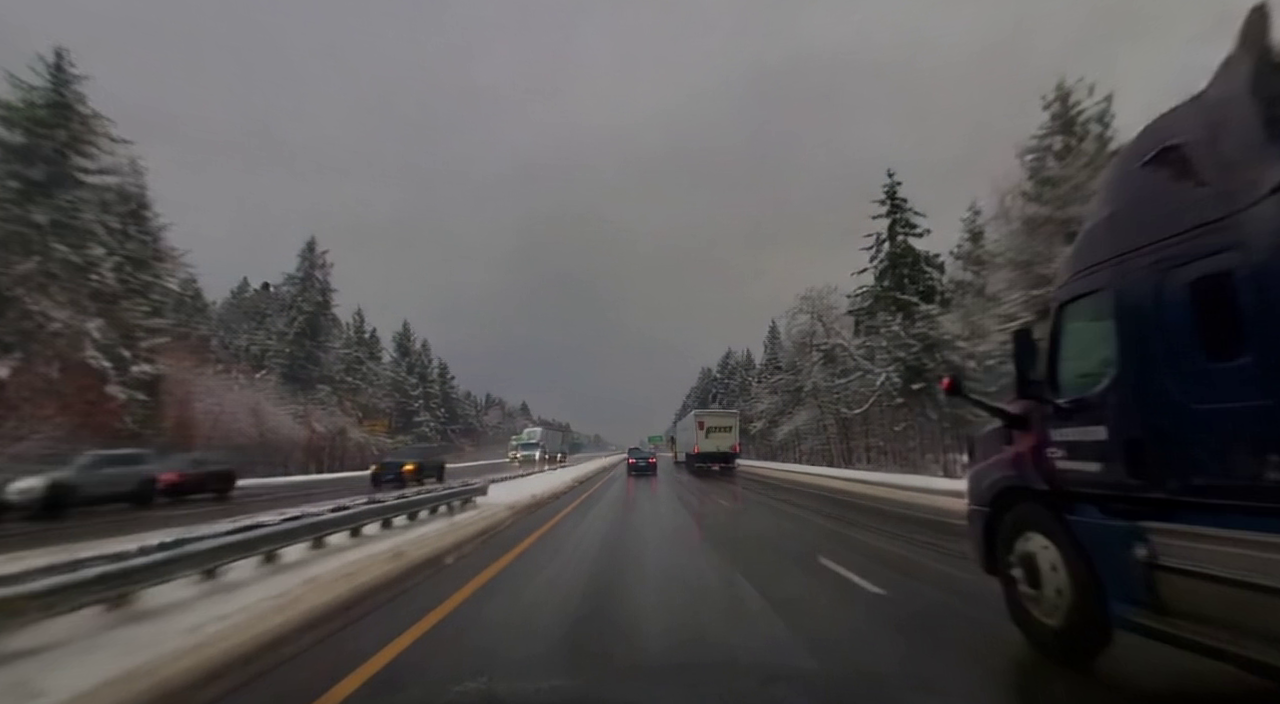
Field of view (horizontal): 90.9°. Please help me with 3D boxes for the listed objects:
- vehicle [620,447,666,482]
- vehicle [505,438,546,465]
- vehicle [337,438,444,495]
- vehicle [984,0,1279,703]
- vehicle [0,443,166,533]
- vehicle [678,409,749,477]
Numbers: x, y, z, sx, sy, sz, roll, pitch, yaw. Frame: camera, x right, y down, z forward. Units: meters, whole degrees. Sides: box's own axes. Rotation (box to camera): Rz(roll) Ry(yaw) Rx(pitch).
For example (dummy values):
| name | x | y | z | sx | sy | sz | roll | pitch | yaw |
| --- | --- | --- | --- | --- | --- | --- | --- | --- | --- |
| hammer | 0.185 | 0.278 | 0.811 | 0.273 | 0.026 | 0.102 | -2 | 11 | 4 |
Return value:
| name | x | y | z | sx | sy | sz | roll | pitch | yaw |
| --- | --- | --- | --- | --- | --- | --- | --- | --- | --- |
| vehicle | 0.131 | 5.104 | 28.835 | 1.939 | 1.495 | 3.612 | 0 | -9 | 0 |
| vehicle | -7.772 | 6.793 | 43.110 | 1.952 | 1.755 | 4.079 | 0 | -9 | 0 |
| vehicle | -8.229 | 3.807 | 21.180 | 2.028 | 1.702 | 3.667 | 0 | -9 | 1 |
| vehicle | 4.461 | -0.273 | 2.091 | 3.041 | 3.923 | 6.030 | 0 | -9 | 0 |
| vehicle | -12.403 | 2.686 | 12.810 | 1.922 | 1.586 | 4.633 | 0 | -9 | 0 |
| vehicle | 4.408 | 5.938 | 40.728 | 2.885 | 3.679 | 12.102 | 0 | -9 | -1 |
